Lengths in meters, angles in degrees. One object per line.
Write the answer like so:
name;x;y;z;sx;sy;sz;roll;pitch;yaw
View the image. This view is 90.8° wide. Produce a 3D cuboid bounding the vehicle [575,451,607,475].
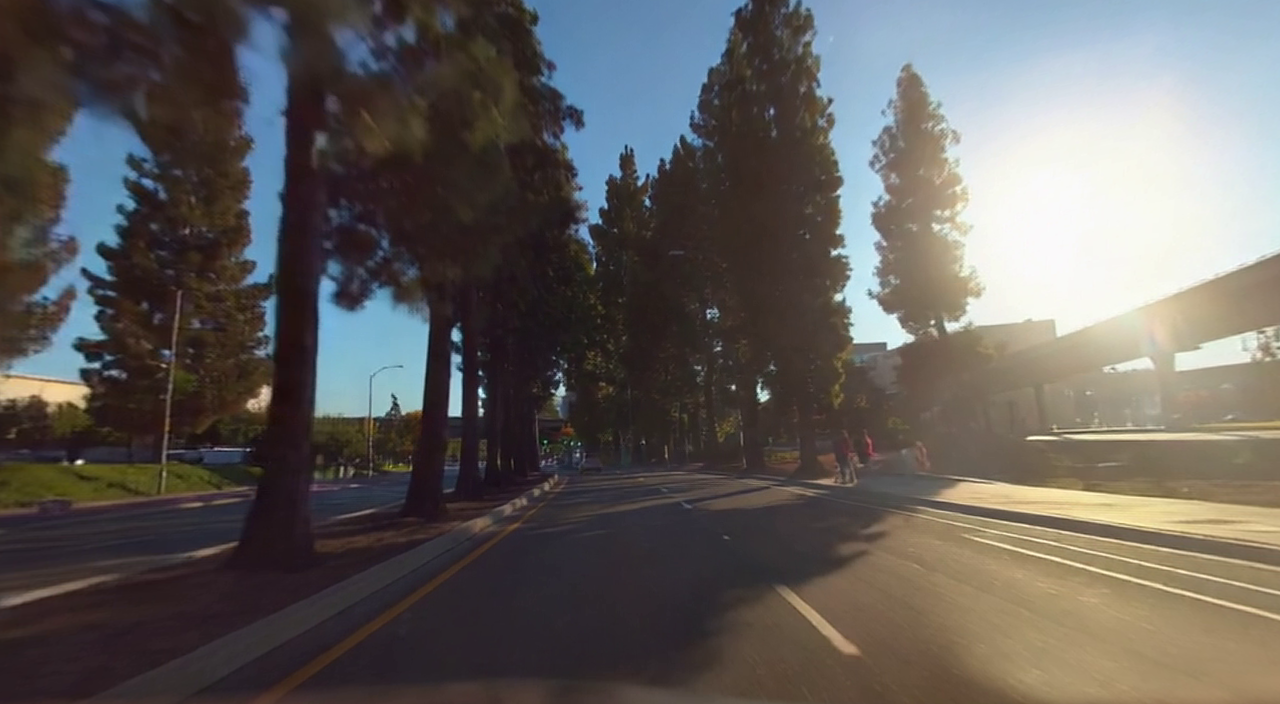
vehicle;-3.857;8.558;48.887;2.184;1.713;4.231;1;-9;-8
